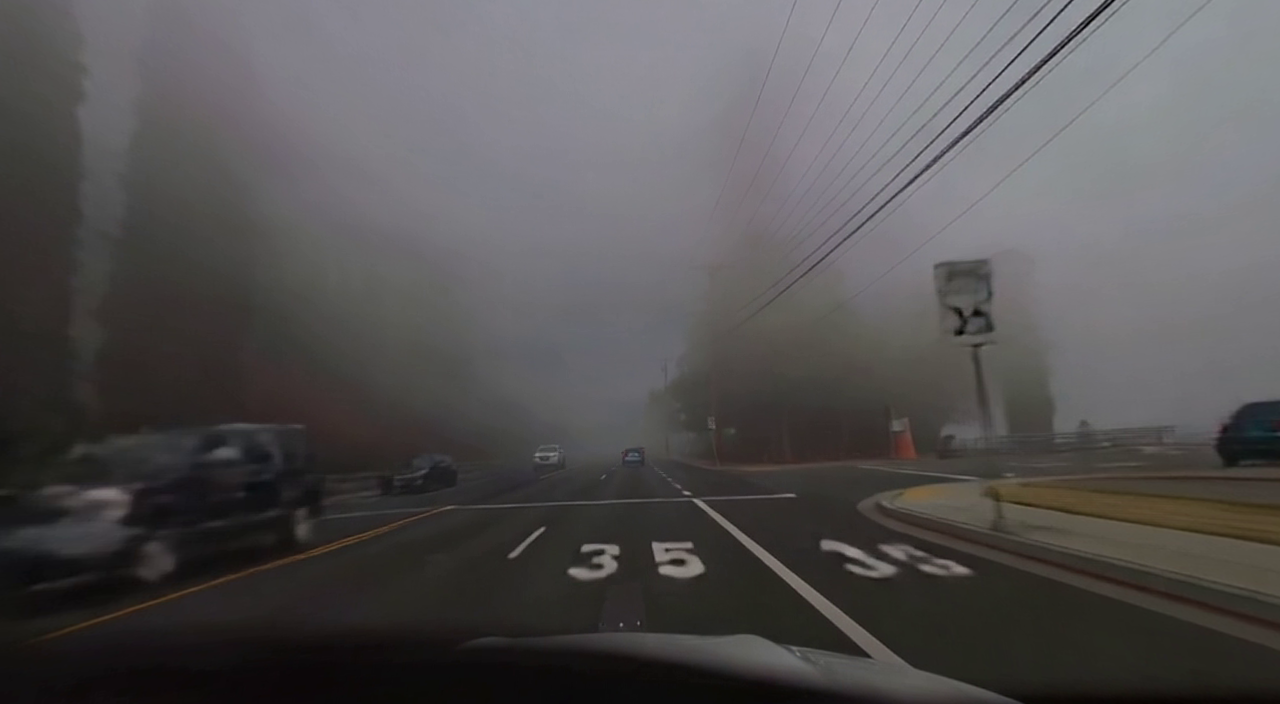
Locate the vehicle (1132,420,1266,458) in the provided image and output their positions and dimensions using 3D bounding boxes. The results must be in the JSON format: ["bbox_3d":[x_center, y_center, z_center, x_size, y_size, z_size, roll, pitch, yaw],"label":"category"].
[{"bbox_3d":[27.133,4.280,30.793,4.544,1.724,2.024,0,-9,0],"label":"vehicle"}]

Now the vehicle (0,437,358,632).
[{"bbox_3d":[-6.265,2.041,8.467,2.305,1.685,5.690,-1,-8,0],"label":"vehicle"}]

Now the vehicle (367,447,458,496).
[{"bbox_3d":[-9.419,4.953,26.687,2.123,1.844,4.747,-1,-8,-1],"label":"vehicle"}]

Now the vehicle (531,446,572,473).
[{"bbox_3d":[-6.039,7.371,43.699,2.143,1.735,4.737,-1,-8,0],"label":"vehicle"}]

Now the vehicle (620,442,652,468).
[{"bbox_3d":[-0.303,7.439,45.688,2.163,1.746,4.073,-1,-8,-1],"label":"vehicle"}]
